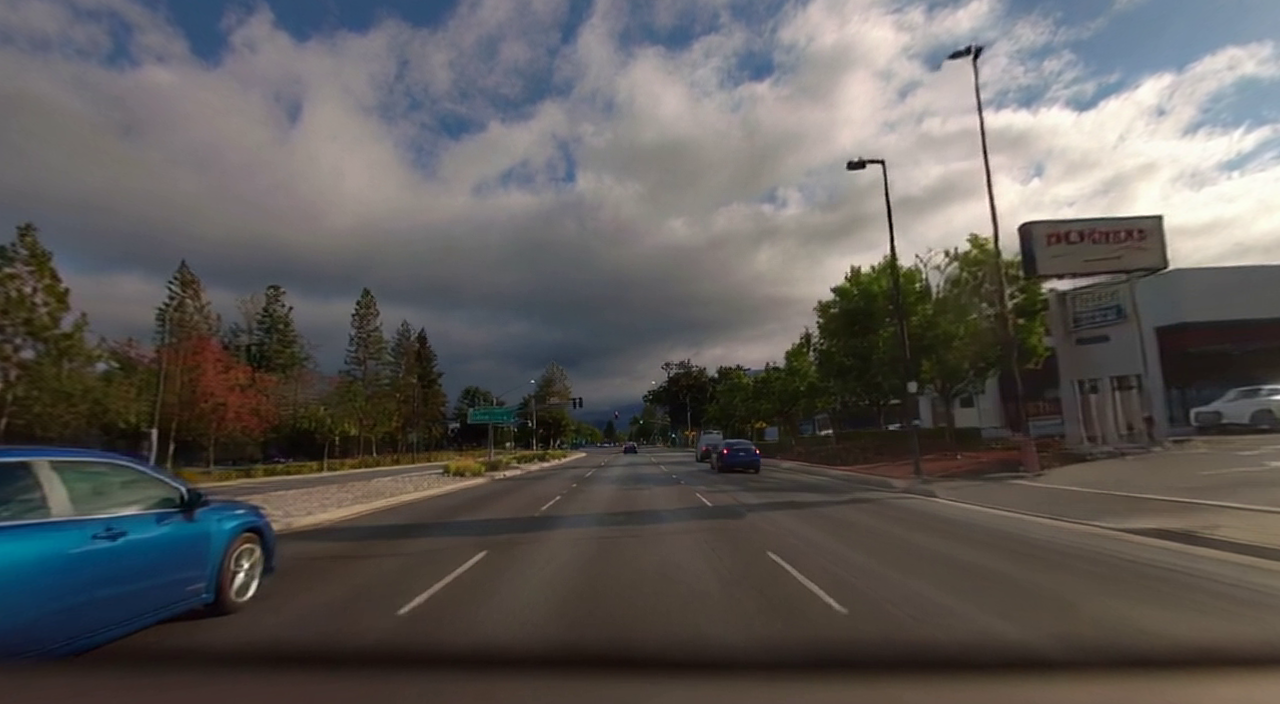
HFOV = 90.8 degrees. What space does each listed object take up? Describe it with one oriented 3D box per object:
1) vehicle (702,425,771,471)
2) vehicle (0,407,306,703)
[{"bbox_3d":[4.597,4.715,31.141,2.476,2.016,5.586,0,-8,0],"label":"vehicle"},{"bbox_3d":[-3.888,1.047,3.209,2.017,1.470,4.293,0,-8,0],"label":"vehicle"}]
